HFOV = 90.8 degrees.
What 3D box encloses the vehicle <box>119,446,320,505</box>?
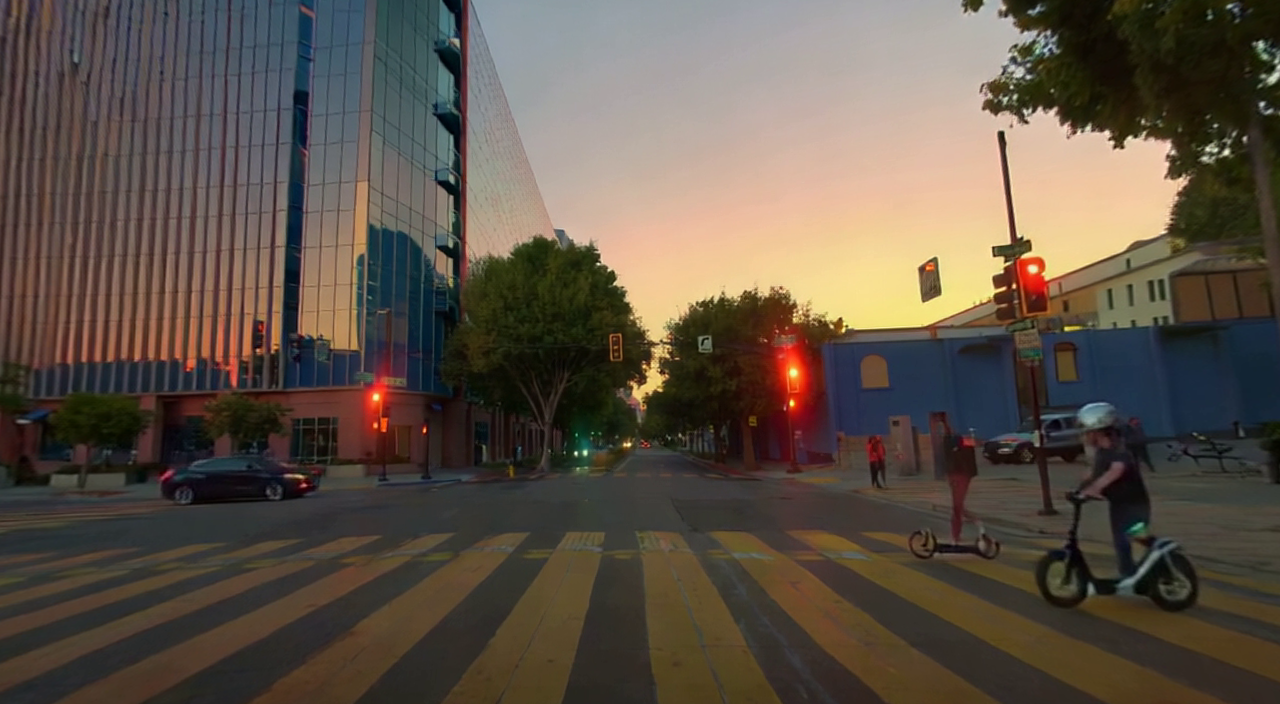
[{"bbox_3d":[-12.749,3.752,19.537,4.641,1.616,2.051,1,-9,-11],"label":"vehicle"}]
